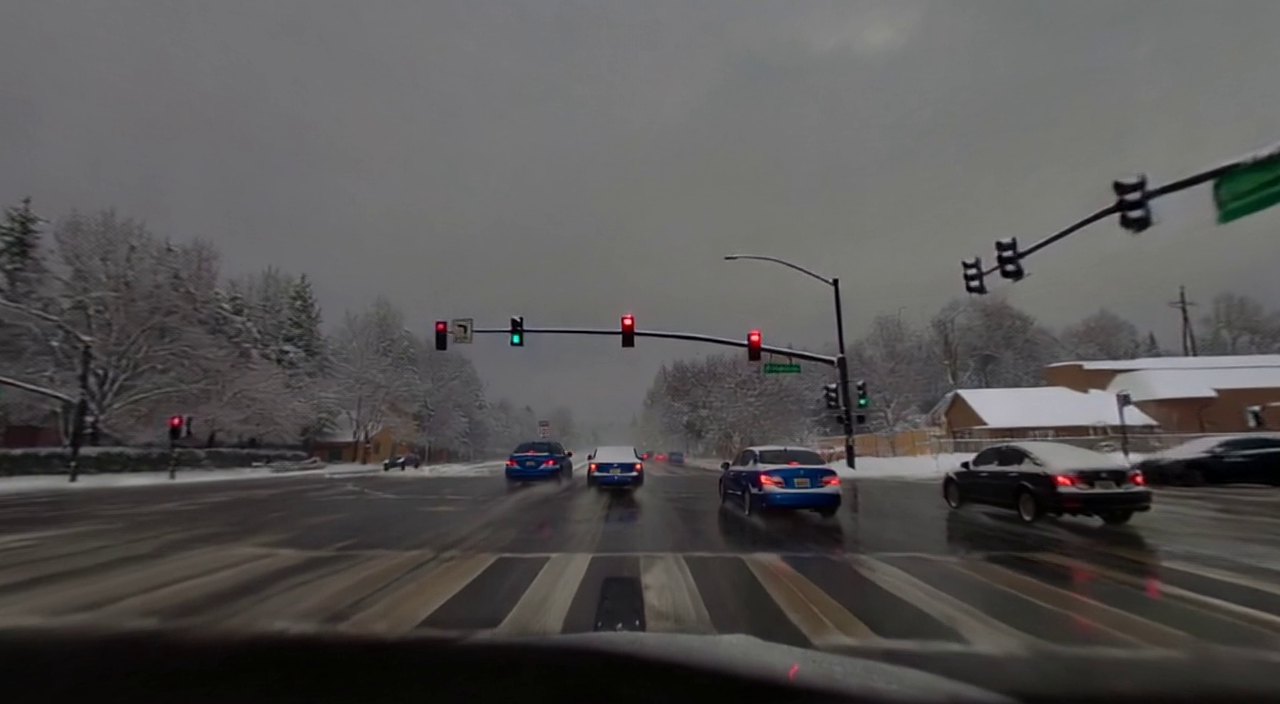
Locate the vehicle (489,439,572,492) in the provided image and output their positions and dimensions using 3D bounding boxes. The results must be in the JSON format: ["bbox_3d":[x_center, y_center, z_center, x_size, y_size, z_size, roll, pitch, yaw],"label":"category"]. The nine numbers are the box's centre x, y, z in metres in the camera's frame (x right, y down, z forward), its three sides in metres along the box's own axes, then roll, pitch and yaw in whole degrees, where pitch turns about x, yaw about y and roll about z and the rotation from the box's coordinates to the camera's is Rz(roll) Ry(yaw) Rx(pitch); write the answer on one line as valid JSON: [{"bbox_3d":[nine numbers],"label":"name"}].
[{"bbox_3d":[-3.610,3.828,21.714,2.073,1.606,4.364,0,-8,0],"label":"vehicle"}]

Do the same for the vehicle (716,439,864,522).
[{"bbox_3d":[3.038,2.699,13.888,2.053,1.490,4.464,0,-8,-1],"label":"vehicle"}]

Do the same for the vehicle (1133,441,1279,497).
[{"bbox_3d":[17.126,3.212,17.609,4.828,1.456,2.037,-1,-9,8],"label":"vehicle"}]

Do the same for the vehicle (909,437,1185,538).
[{"bbox_3d":[6.907,2.312,11.489,2.004,1.455,4.417,0,-8,-1],"label":"vehicle"}]

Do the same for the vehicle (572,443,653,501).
[{"bbox_3d":[-0.737,3.400,18.388,2.065,1.464,4.216,0,-8,-1],"label":"vehicle"}]
